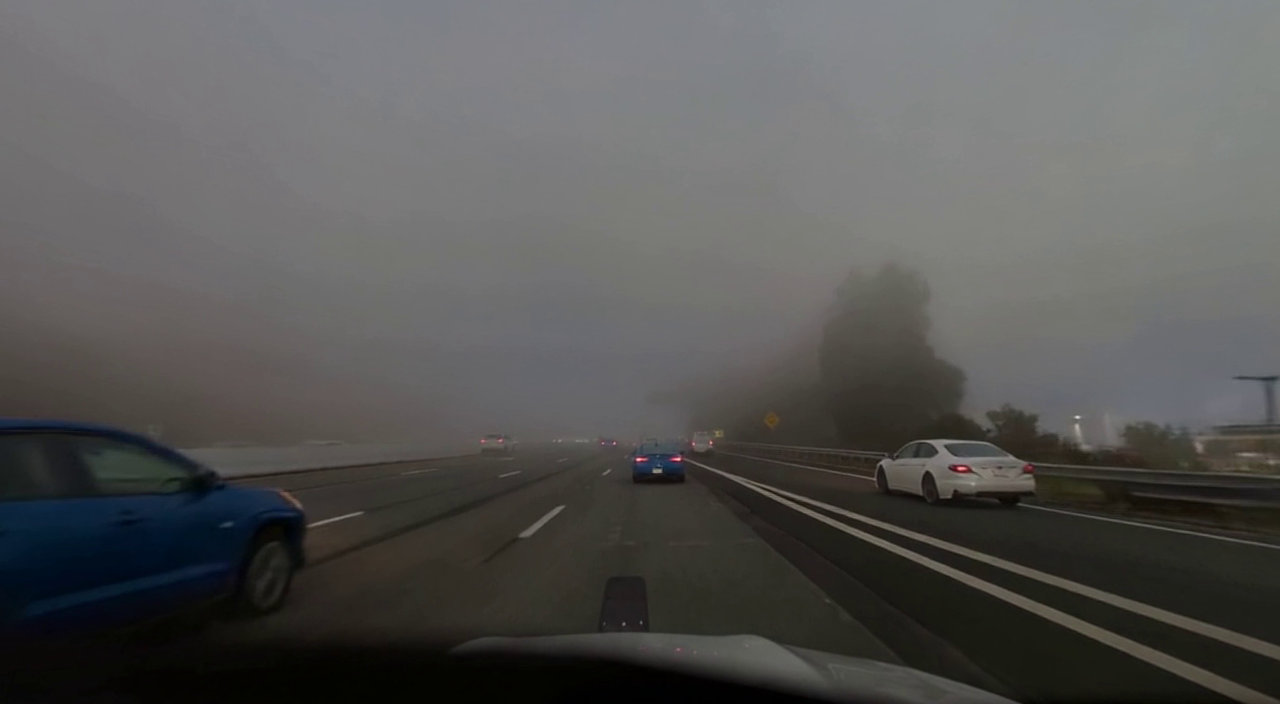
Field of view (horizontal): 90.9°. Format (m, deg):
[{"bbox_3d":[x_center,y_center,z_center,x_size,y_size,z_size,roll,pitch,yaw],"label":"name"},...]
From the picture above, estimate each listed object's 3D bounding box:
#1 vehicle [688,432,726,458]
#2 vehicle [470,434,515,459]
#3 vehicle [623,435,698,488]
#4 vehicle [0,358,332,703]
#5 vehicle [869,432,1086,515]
[{"bbox_3d":[4.930,6.962,47.163,2.261,1.781,4.709,0,-8,-1],"label":"vehicle"},{"bbox_3d":[-10.268,6.632,44.264,1.950,1.664,4.403,0,-8,2],"label":"vehicle"},{"bbox_3d":[0.566,3.398,19.890,2.113,1.464,4.073,0,-8,0],"label":"vehicle"},{"bbox_3d":[-3.616,0.840,2.713,1.927,1.586,5.142,0,-8,1],"label":"vehicle"},{"bbox_3d":[6.715,2.450,13.244,2.030,1.442,4.358,0,-8,-2],"label":"vehicle"}]
